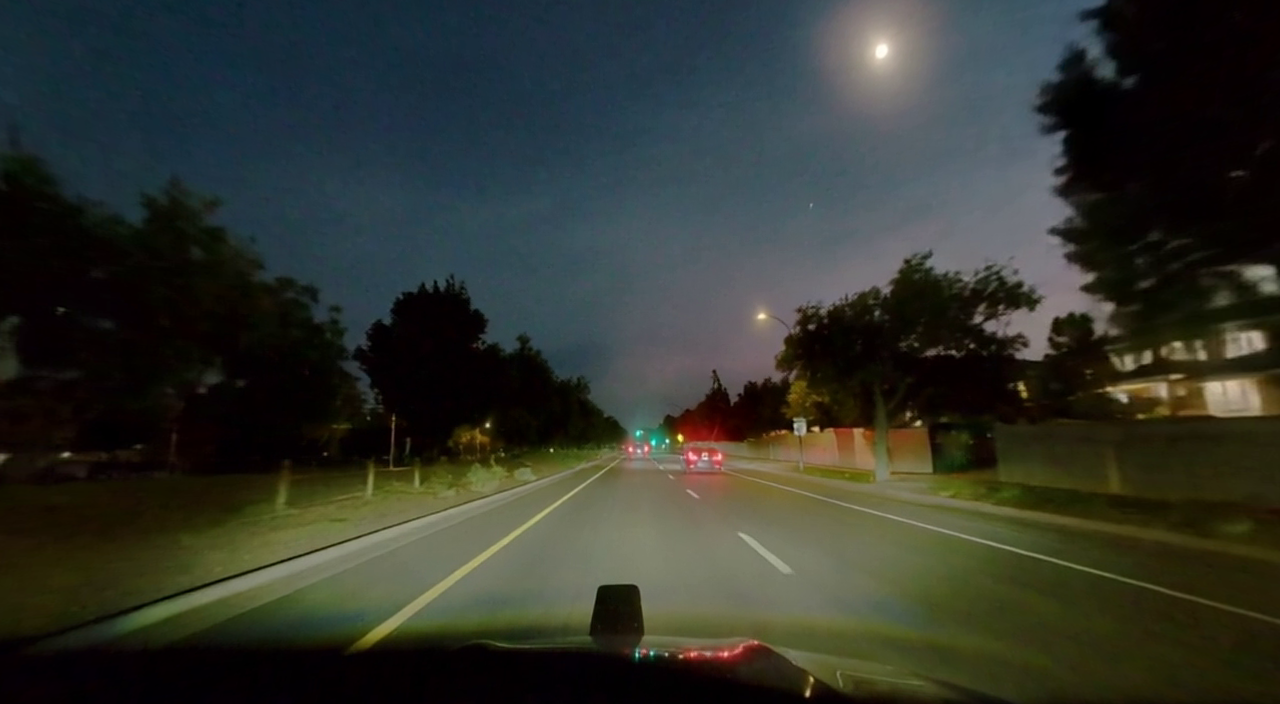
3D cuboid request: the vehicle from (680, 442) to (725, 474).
[{"bbox_3d":[3.369,5.781,34.760,1.888,1.640,4.044,0,-9,-2],"label":"vehicle"}]
